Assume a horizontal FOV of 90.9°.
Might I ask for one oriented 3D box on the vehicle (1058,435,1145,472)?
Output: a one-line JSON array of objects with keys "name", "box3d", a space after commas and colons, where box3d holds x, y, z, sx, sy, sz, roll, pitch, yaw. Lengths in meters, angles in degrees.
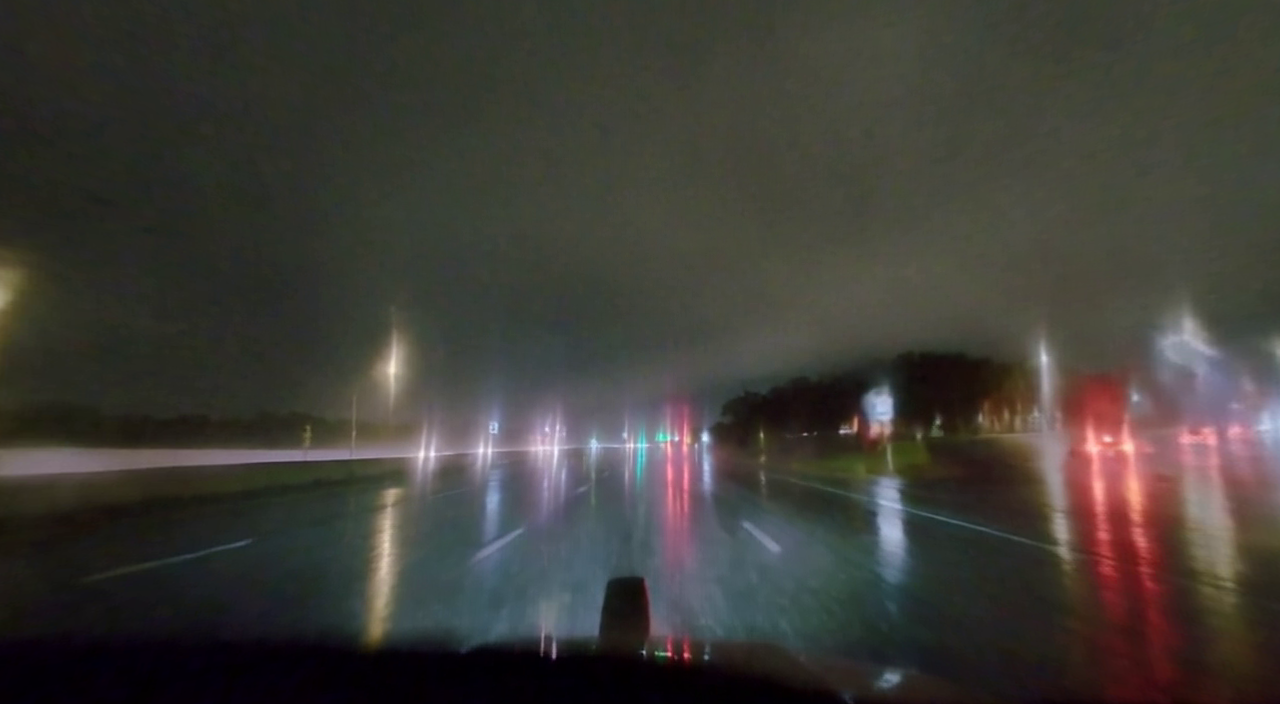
[{"name": "vehicle", "box3d": [22.795, 5.023, 31.334, 2.039, 1.658, 4.457, -3, -9, 17]}]
